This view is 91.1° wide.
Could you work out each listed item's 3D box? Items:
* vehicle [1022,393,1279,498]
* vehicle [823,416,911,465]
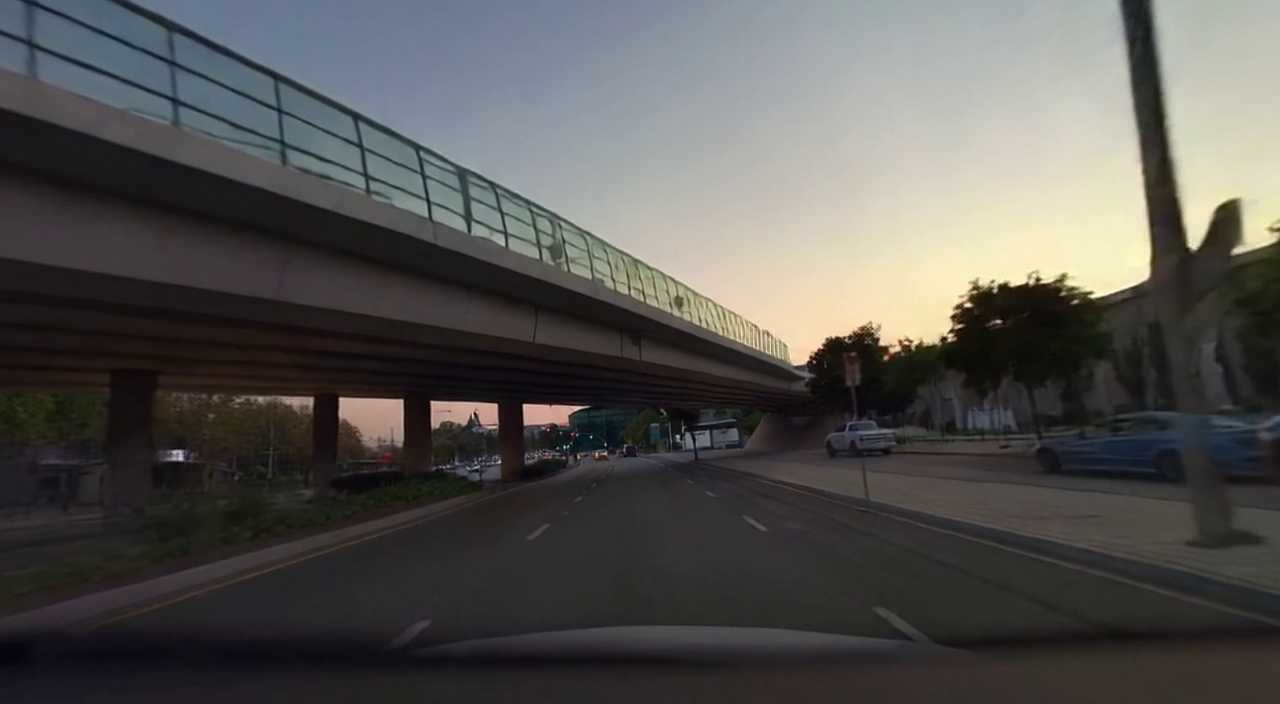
[{"bbox_3d":[10.266,1.779,12.298,2.135,1.530,5.197,-5,-9,-1],"label":"vehicle"},{"bbox_3d":[10.514,4.193,29.552,2.244,1.866,4.603,-6,-9,0],"label":"vehicle"}]
